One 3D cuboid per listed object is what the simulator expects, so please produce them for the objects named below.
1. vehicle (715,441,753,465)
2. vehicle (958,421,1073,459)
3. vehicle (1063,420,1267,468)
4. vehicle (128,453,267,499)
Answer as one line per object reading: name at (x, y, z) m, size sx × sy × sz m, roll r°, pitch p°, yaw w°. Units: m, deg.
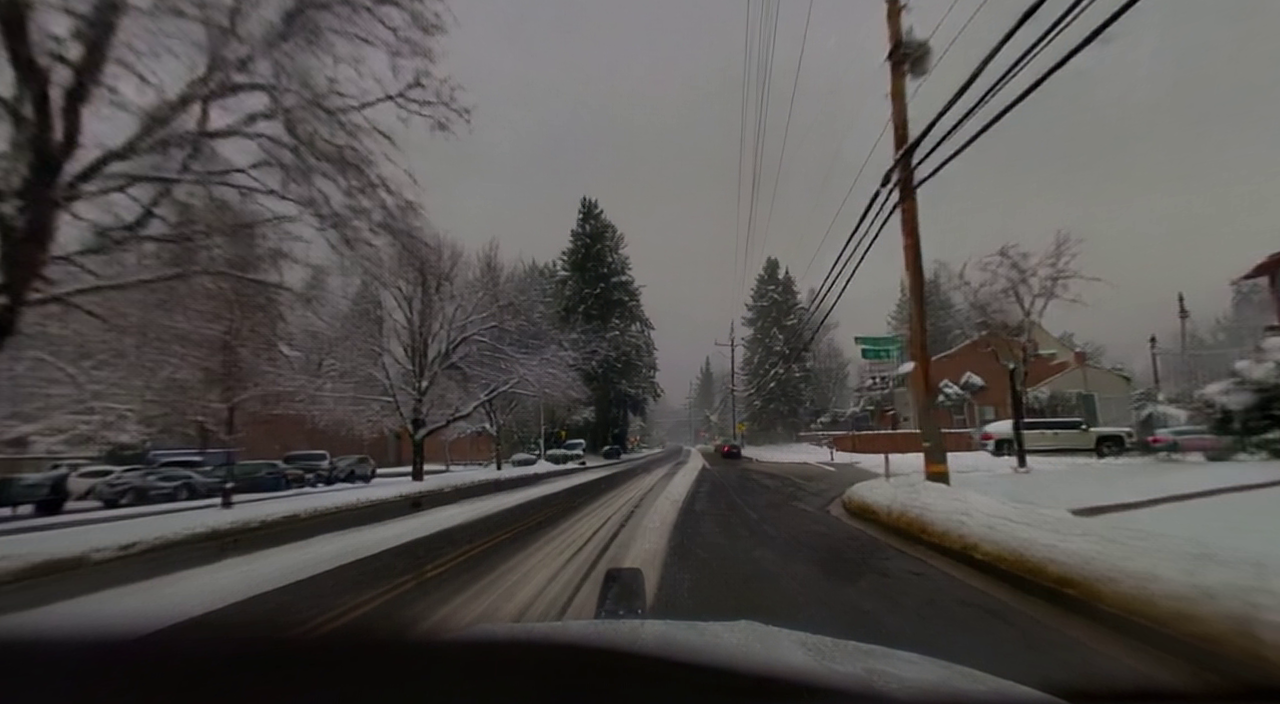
vehicle at (5.886, 6.379, 40.061) m, size 1.990 × 1.435 × 4.526 m, roll -1°, pitch -8°, yaw 3°
vehicle at (17.398, 4.123, 29.469) m, size 4.058 × 1.697 × 1.943 m, roll -1°, pitch -8°, yaw 3°
vehicle at (17.108, 3.047, 20.852) m, size 4.727 × 1.457 × 1.958 m, roll -1°, pitch -8°, yaw 8°
vehicle at (-17.505, 4.901, 25.250) m, size 4.123 × 1.603 × 1.906 m, roll 3°, pitch -9°, yaw -23°
